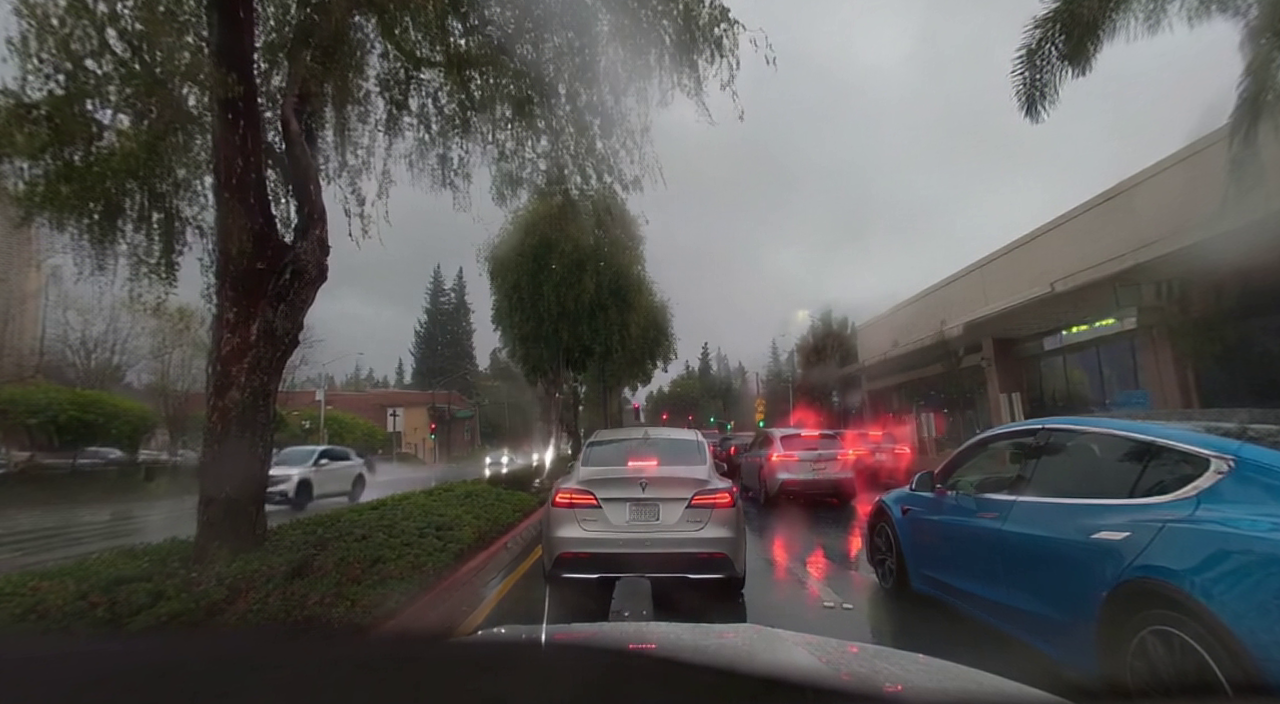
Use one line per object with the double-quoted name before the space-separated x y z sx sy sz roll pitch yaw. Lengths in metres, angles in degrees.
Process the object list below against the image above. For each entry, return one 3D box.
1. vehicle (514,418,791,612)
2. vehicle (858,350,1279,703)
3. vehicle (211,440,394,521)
"vehicle" 0.108 1.555 6.916 2.137 1.488 3.938 0 -8 0
"vehicle" 3.194 1.092 3.966 2.038 1.651 4.455 0 -8 0
"vehicle" -7.875 2.995 15.313 1.999 1.662 4.291 0 -8 1
